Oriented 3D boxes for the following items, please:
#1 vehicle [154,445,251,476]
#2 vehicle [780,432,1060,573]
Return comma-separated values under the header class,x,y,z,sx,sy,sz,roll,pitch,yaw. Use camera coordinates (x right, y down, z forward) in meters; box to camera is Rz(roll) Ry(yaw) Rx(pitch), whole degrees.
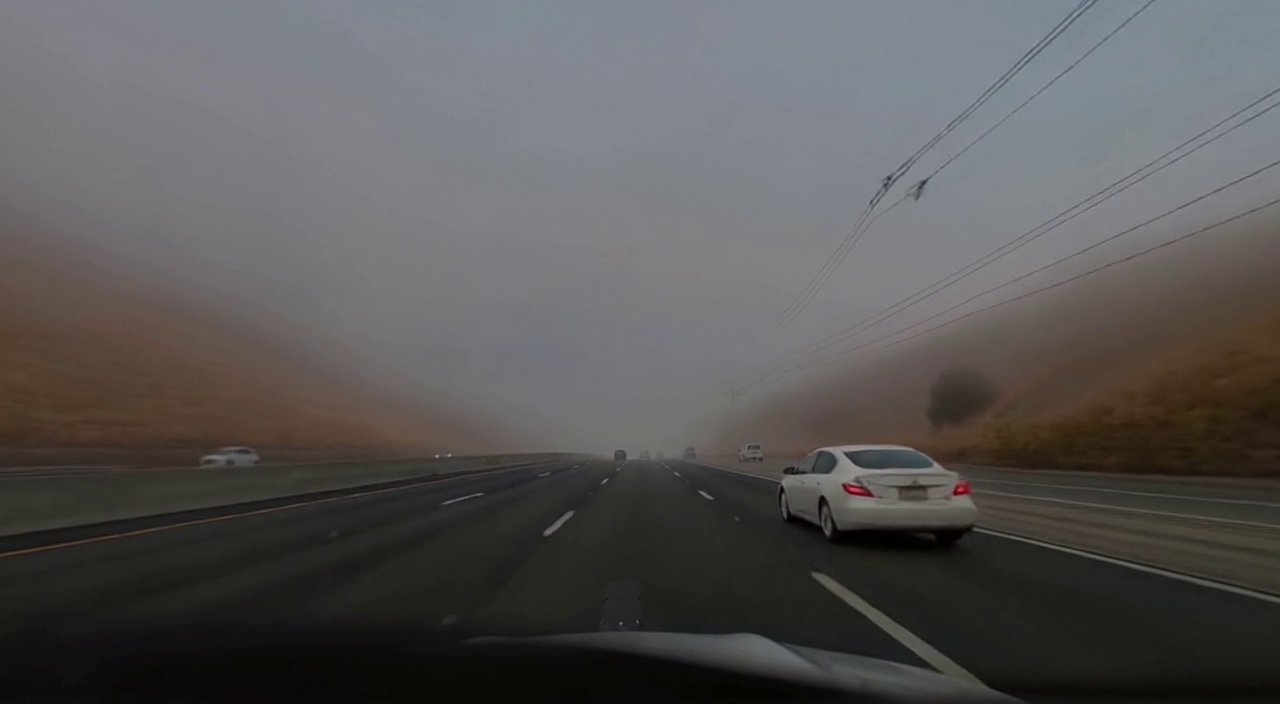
class,x,y,z,sx,sy,sz,roll,pitch,yaw
vehicle,-29.379,7.261,42.629,2.246,1.933,5.916,0,-8,1
vehicle,3.603,2.006,9.244,2.086,1.542,4.355,0,-8,0
